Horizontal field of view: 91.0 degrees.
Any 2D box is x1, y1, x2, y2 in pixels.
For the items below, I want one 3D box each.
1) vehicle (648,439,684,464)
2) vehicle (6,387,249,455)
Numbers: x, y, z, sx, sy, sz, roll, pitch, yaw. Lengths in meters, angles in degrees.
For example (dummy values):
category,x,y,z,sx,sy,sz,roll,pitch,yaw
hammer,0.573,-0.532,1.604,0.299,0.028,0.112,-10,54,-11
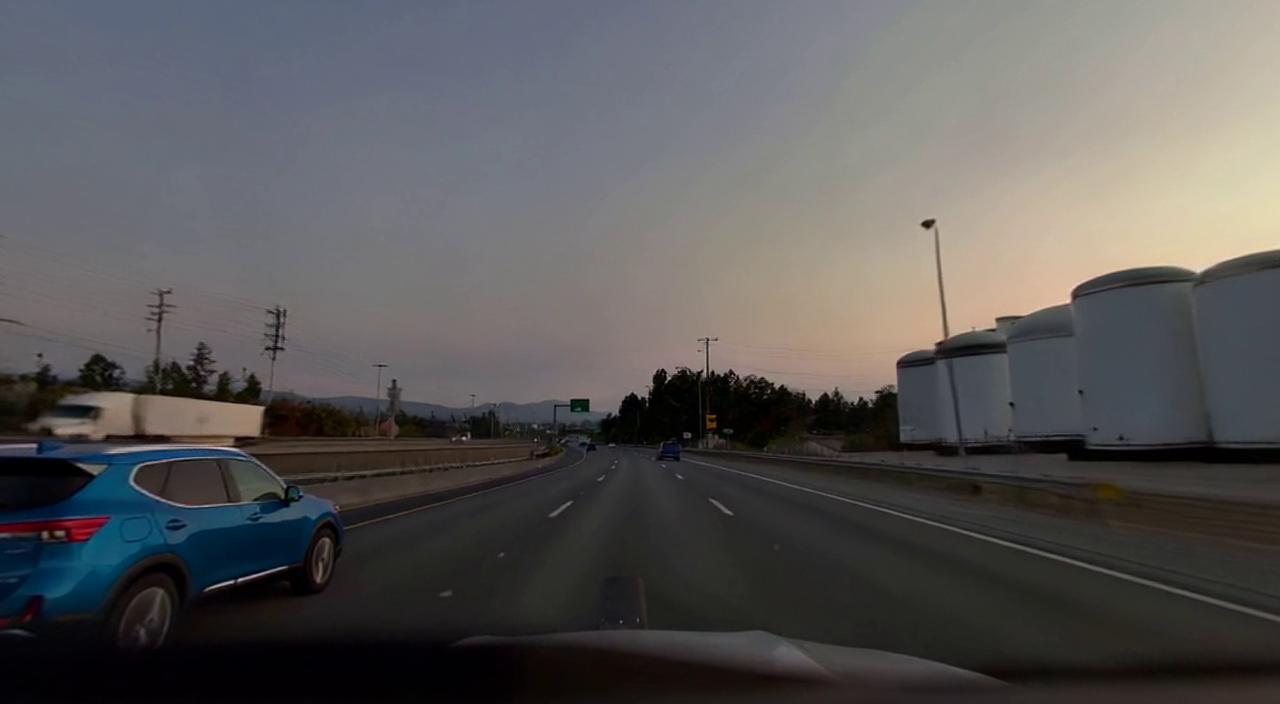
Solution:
category,x,y,z,sx,sy,sz,roll,pitch,yaw
vehicle,1.940,7.604,48.348,2.296,1.790,5.067,0,-9,-3
vehicle,-25.912,3.824,33.161,2.934,2.961,11.154,0,-8,4
